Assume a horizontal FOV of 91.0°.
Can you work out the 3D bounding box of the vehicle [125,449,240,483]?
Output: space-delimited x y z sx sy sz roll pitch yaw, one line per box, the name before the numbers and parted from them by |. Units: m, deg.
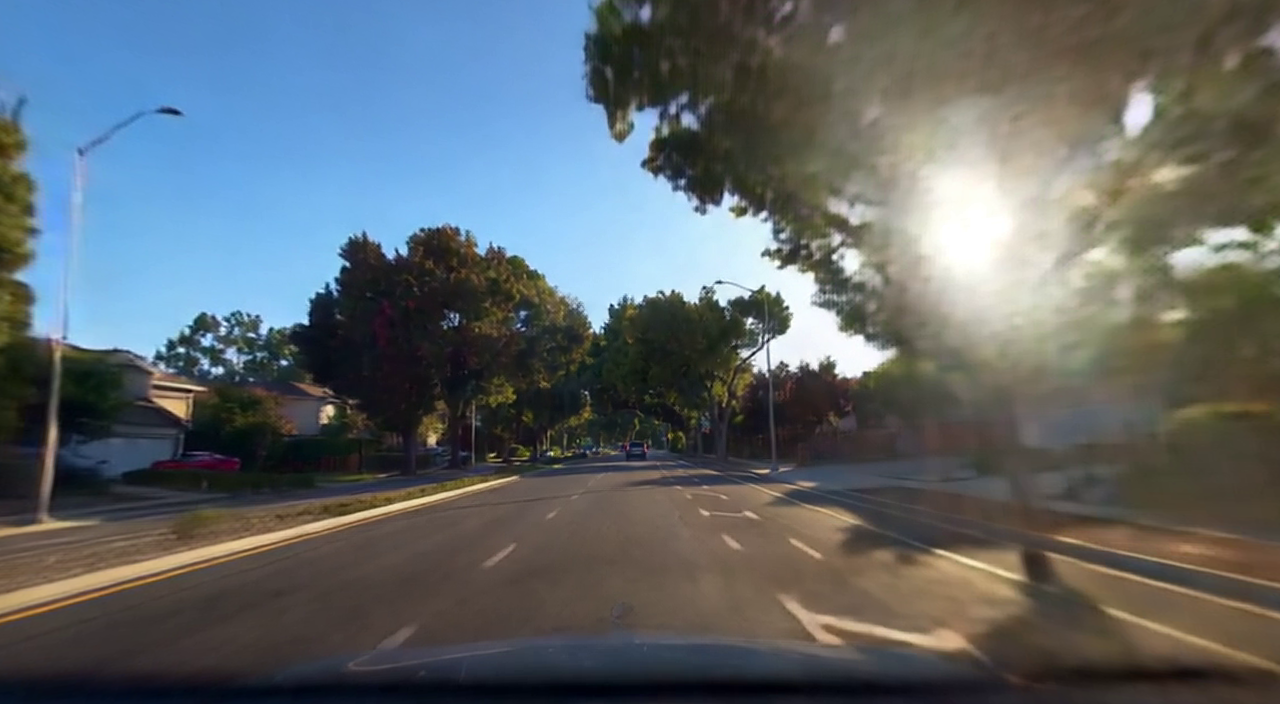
vehicle | -24.870 6.194 34.344 4.605 1.682 2.105 -1 -8 0
